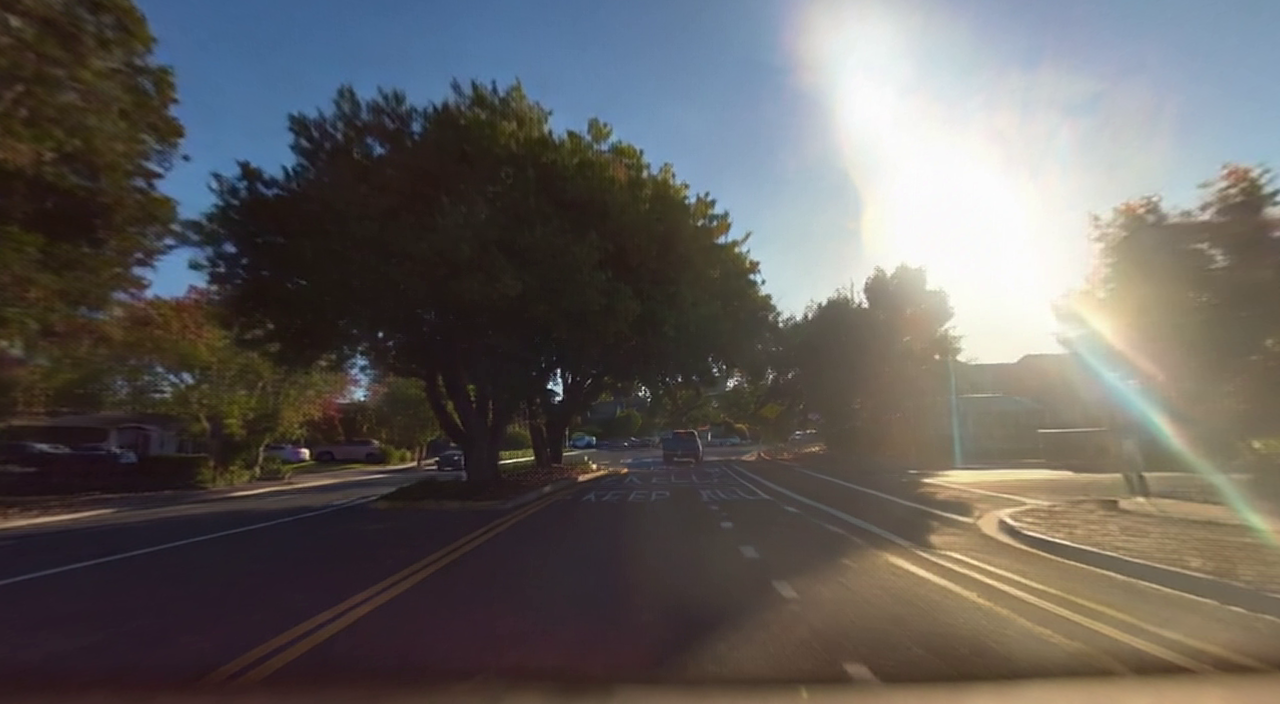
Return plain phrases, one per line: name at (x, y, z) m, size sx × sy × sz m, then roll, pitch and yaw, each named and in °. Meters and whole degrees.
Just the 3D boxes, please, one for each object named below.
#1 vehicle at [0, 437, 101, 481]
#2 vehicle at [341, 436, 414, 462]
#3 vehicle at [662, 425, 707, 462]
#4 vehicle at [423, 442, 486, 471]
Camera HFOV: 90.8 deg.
vehicle at (-25.946, 4.398, 26.122) m, size 4.975 × 1.732 × 2.165 m, roll 2°, pitch -9°, yaw -15°
vehicle at (-18.114, 6.726, 43.667) m, size 4.168 × 1.735 × 1.925 m, roll -1°, pitch -8°, yaw 3°
vehicle at (2.581, 5.200, 35.800) m, size 2.153 × 1.942 × 4.767 m, roll -1°, pitch -8°, yaw 8°
vehicle at (-11.142, 6.269, 38.236) m, size 1.873 × 1.508 × 4.483 m, roll -3°, pitch -7°, yaw 9°
